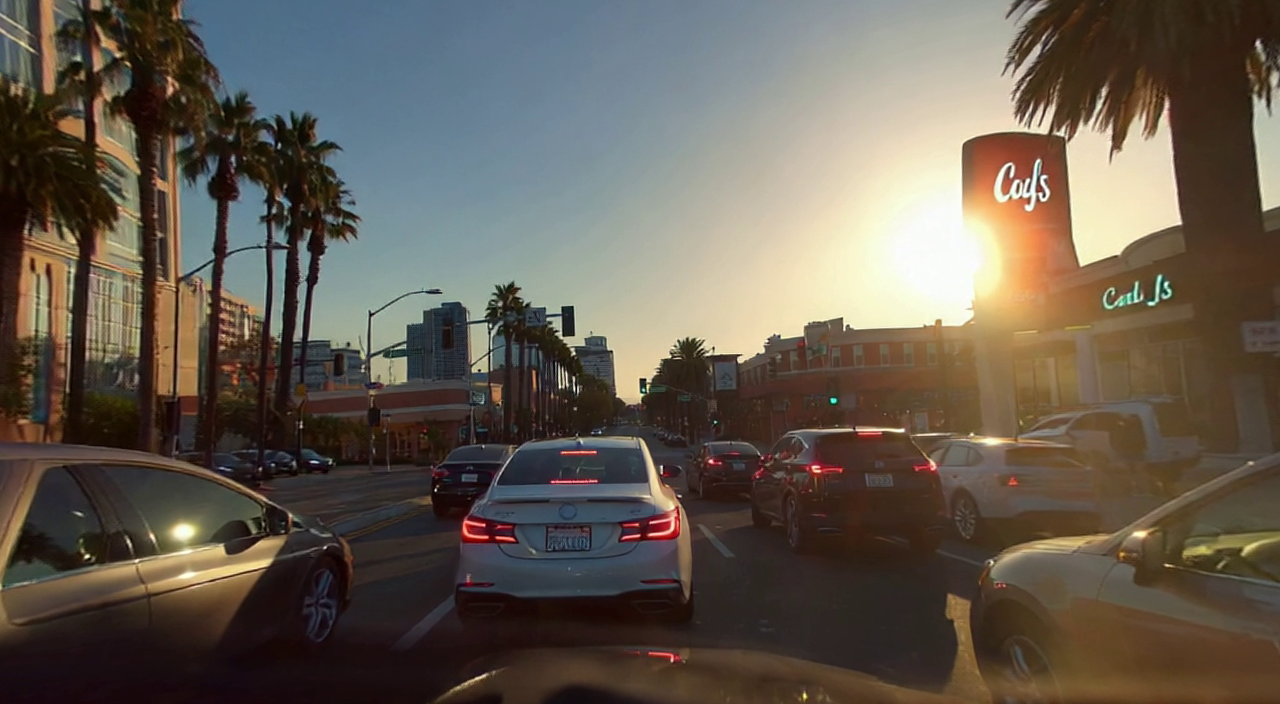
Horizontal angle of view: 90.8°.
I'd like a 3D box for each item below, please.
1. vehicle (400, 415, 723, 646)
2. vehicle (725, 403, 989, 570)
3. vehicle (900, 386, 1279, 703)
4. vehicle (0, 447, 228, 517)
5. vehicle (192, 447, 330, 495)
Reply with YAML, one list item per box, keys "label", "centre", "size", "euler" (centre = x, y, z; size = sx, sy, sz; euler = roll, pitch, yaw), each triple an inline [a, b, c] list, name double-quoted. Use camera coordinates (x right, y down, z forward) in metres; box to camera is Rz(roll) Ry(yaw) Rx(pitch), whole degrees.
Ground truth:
- label: "vehicle"
  centre: [-0.519, 1.471, 6.225]
  size: [2.096, 1.492, 4.071]
  euler: [0, -9, 0]
- label: "vehicle"
  centre: [2.636, 1.776, 9.069]
  size: [2.096, 1.775, 4.440]
  euler: [0, -9, -2]
- label: "vehicle"
  centre: [2.622, 0.813, 1.477]
  size: [2.085, 1.469, 4.458]
  euler: [0, -9, -1]
- label: "vehicle"
  centre: [-12.855, 3.142, 15.920]
  size: [1.870, 1.475, 4.531]
  euler: [0, -9, 0]
- label: "vehicle"
  centre: [-12.859, 4.029, 21.880]
  size: [1.856, 1.455, 4.700]
  euler: [0, -9, 0]
